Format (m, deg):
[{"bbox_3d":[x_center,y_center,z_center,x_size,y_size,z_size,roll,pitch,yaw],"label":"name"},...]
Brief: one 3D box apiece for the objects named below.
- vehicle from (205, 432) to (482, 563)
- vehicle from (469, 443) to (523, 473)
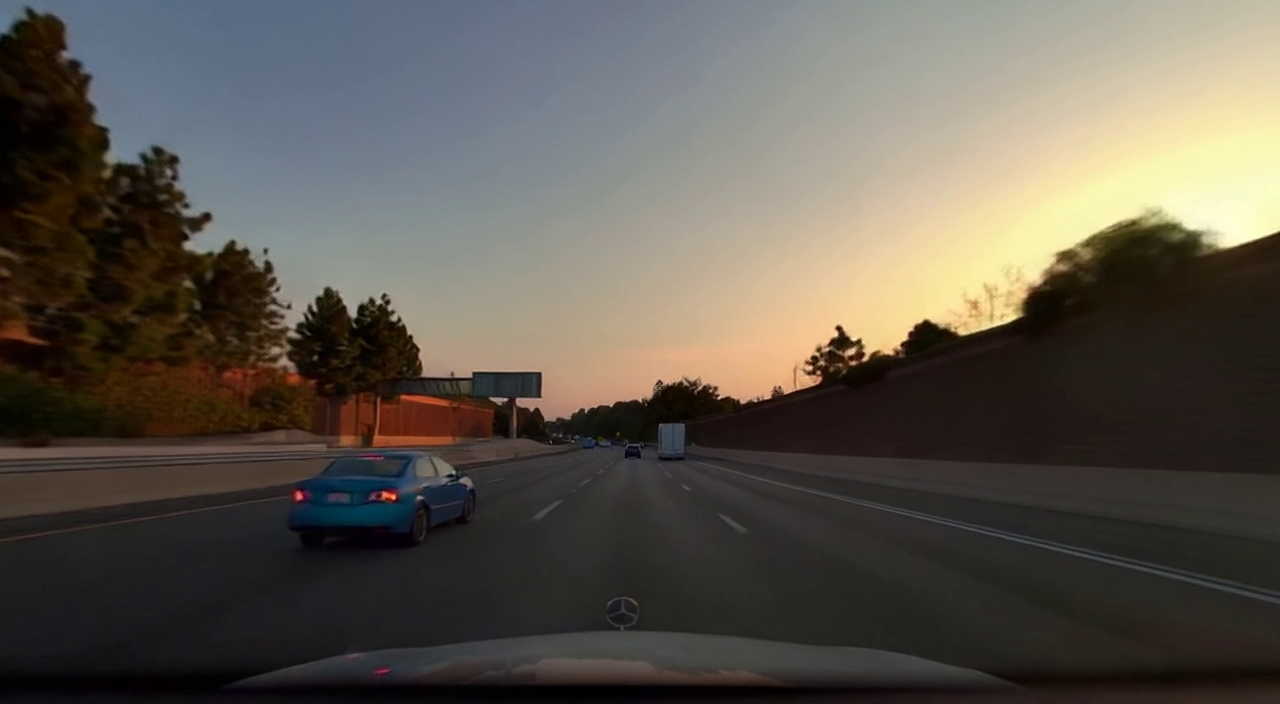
[{"bbox_3d":[-3.987,2.016,9.537,2.090,1.487,4.276,0,-9,0],"label":"vehicle"},{"bbox_3d":[-7.519,5.567,33.411,1.915,1.479,3.843,-1,-9,0],"label":"vehicle"}]
